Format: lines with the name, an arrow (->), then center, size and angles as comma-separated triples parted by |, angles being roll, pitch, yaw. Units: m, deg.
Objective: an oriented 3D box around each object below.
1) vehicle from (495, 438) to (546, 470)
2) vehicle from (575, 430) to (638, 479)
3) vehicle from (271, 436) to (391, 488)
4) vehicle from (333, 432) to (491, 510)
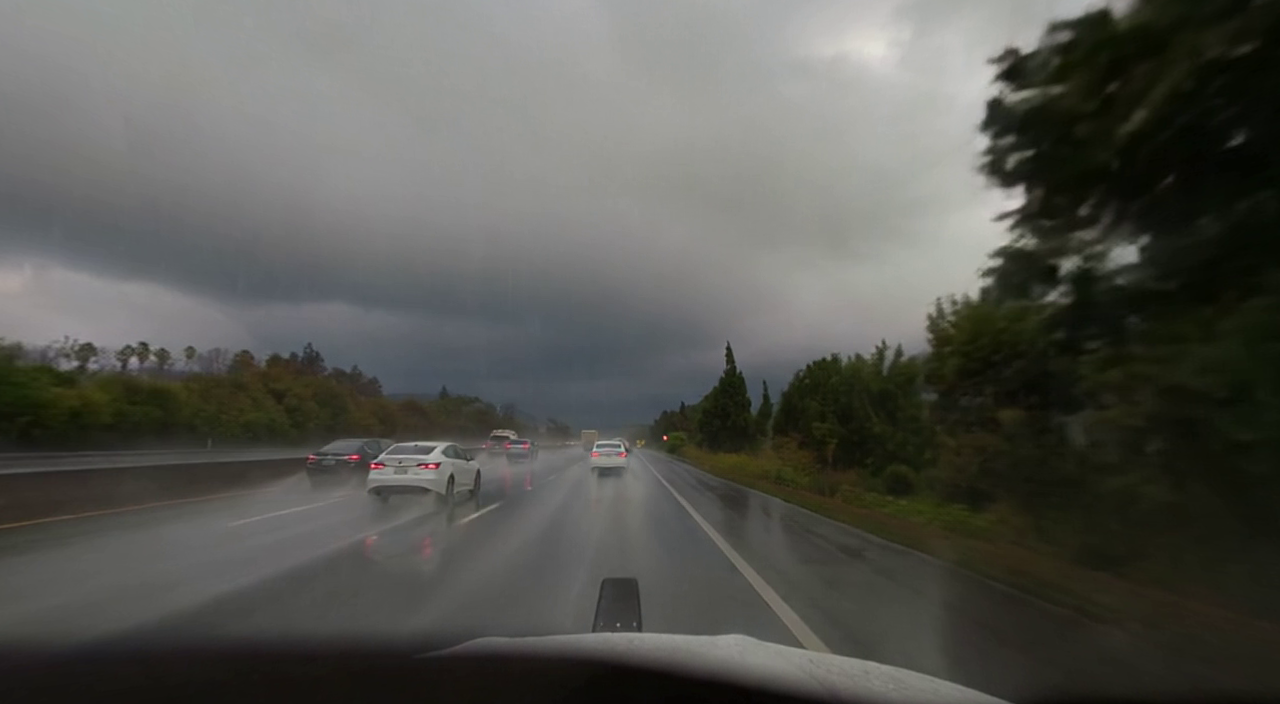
vehicle -> -5.748, 4.908, 30.633 | 1.835, 1.432, 3.835 | 0, -8, -1
vehicle -> -1.229, 3.798, 23.721 | 2.178, 1.658, 3.916 | 0, -8, -2
vehicle -> -9.610, 3.406, 19.913 | 1.850, 1.439, 3.932 | 0, -8, -1
vehicle -> -4.879, 2.565, 14.239 | 1.971, 1.464, 4.386 | 0, -8, 0
